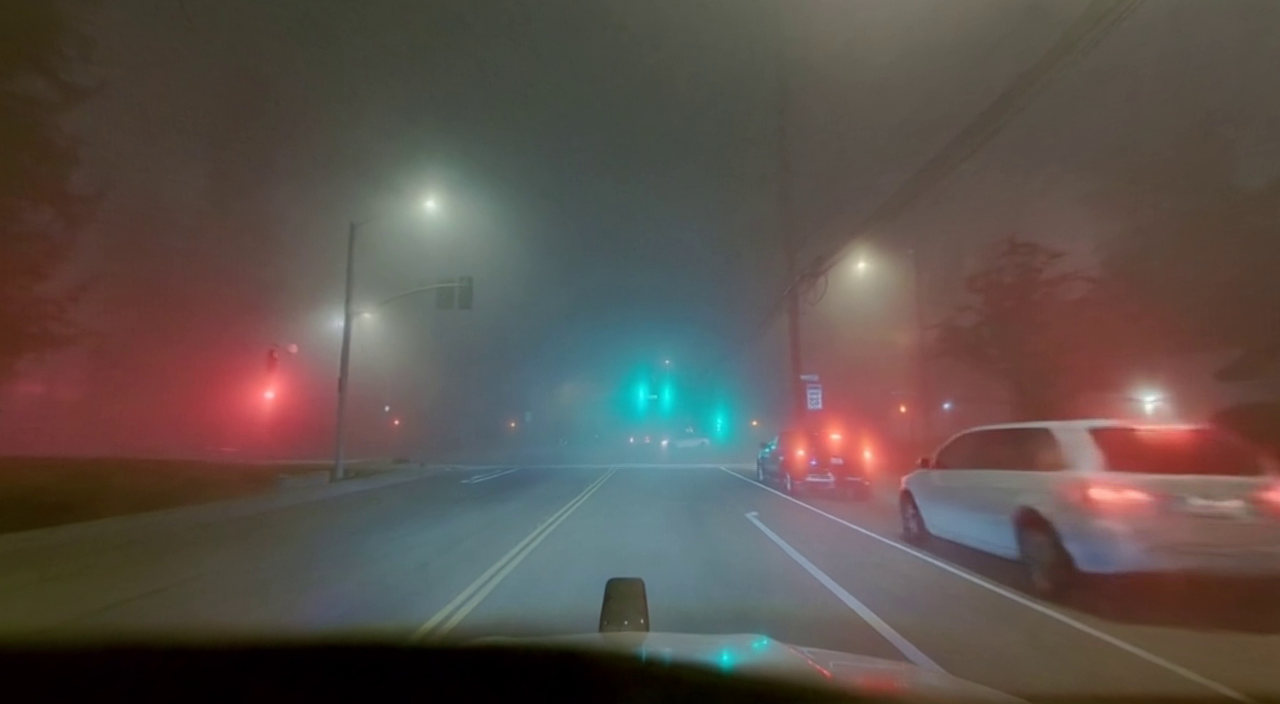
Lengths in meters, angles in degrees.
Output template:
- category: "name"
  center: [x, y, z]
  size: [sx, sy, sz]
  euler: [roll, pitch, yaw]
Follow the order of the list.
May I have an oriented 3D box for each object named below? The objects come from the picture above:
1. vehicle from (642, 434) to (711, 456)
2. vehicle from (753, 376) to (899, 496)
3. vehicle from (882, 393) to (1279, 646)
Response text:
- category: "vehicle"
  center: [2.465, 6.377, 43.319]
  size: [4.606, 1.452, 1.917]
  euler: [-1, -8, 3]
- category: "vehicle"
  center: [4.812, 2.300, 17.329]
  size: [2.398, 2.806, 4.857]
  euler: [0, -8, -1]
- category: "vehicle"
  center: [4.614, 1.471, 6.747]
  size: [2.202, 1.712, 4.813]
  euler: [0, -8, 1]
